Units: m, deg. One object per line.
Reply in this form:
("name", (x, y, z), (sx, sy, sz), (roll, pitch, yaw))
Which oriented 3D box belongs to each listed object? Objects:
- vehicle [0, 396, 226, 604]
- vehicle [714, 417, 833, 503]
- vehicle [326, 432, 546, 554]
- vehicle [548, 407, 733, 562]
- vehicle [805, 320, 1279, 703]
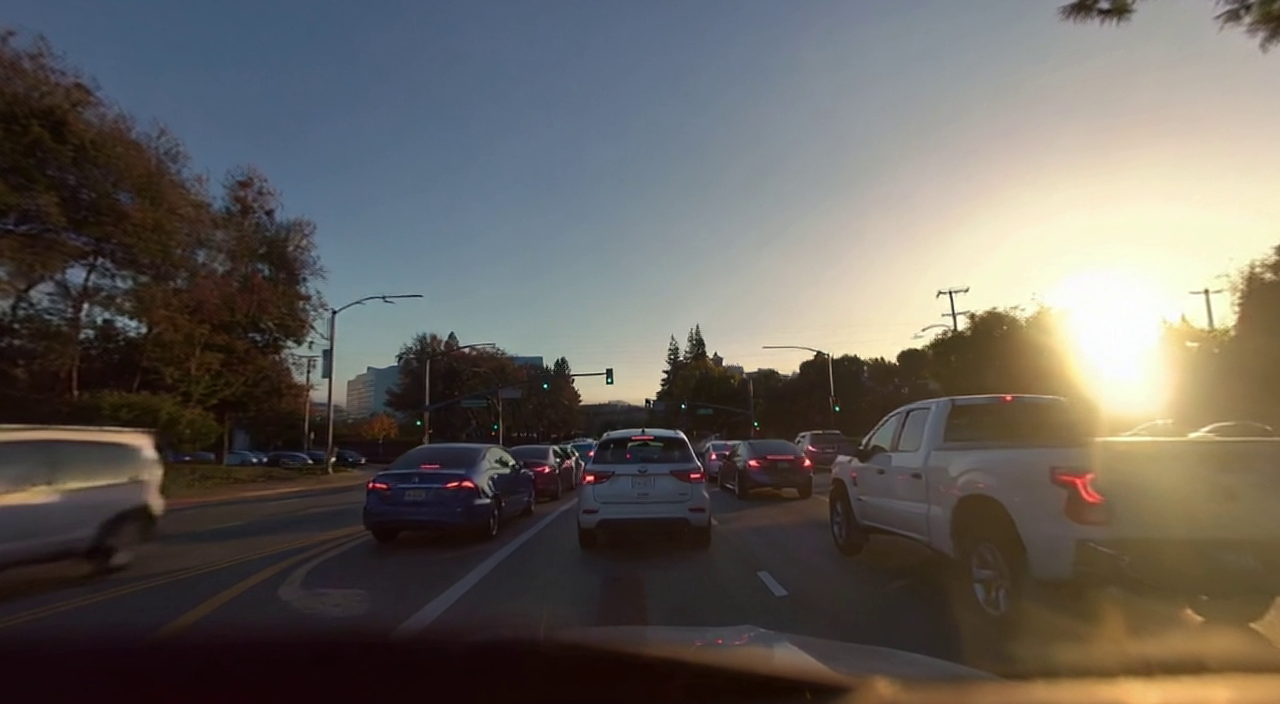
("vehicle", (-6.952, 1.465, 6.487), (2.159, 1.885, 4.661), (0, -9, 0))
("vehicle", (3.654, 3.112, 18.567), (2.408, 2.100, 5.668), (0, -9, 2))
("vehicle", (-2.878, 2.087, 10.062), (2.023, 1.494, 4.259), (0, -9, 1))
("vehicle", (0.063, 1.811, 9.260), (2.113, 1.768, 3.901), (0, -9, 2))
("vehicle", (3.410, 1.215, 5.675), (2.317, 1.857, 5.940), (0, -9, 1))
